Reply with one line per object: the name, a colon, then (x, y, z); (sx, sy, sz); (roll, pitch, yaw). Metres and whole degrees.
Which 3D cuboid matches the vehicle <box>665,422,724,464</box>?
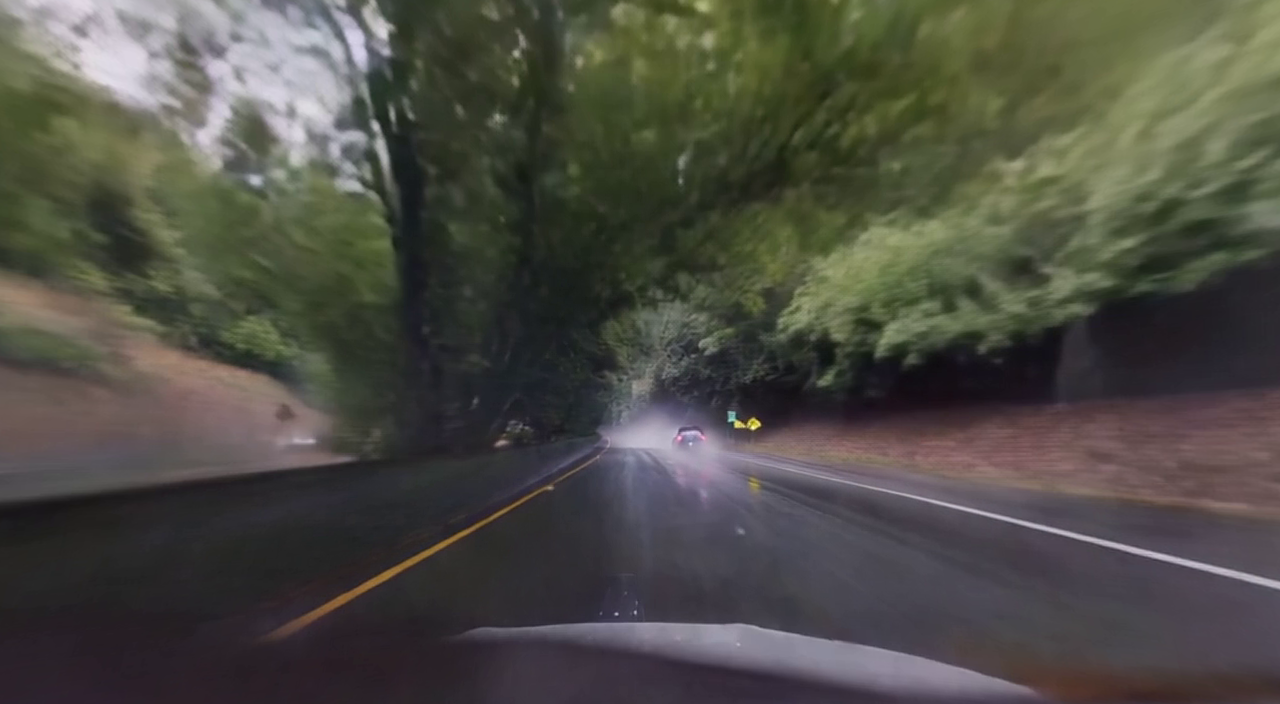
vehicle: (2.487, 4.294, 29.952); (2.240, 1.801, 4.545); (0, -8, -2)
